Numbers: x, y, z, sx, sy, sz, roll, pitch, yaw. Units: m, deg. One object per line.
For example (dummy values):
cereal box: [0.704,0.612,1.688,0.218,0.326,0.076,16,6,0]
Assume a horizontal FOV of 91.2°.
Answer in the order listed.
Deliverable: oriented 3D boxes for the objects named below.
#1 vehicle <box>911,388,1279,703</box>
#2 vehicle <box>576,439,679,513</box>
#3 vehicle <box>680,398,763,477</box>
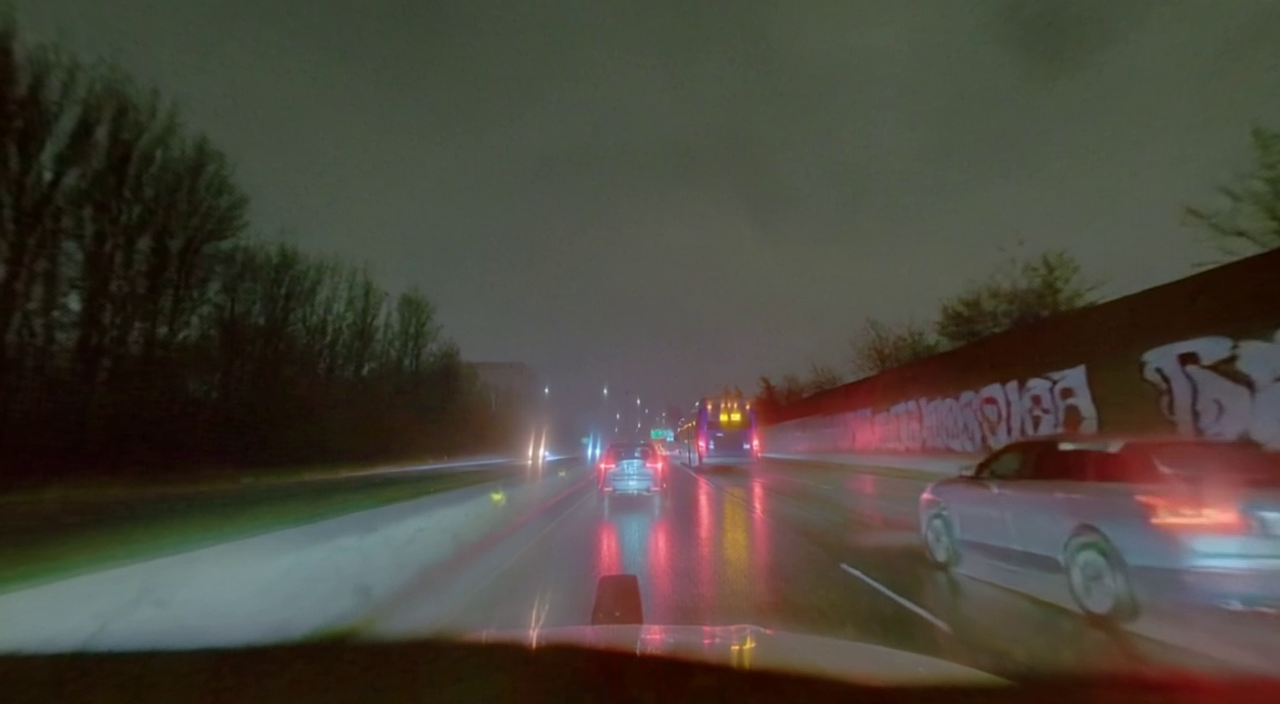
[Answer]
vehicle: [3.923,1.203,4.695,1.995,1.507,3.915,-1,-9,0]
vehicle: [-0.264,2.944,15.334,2.160,1.532,4.073,-1,-9,0]
vehicle: [4.074,4.818,34.495,3.055,3.479,12.521,-1,-9,1]
